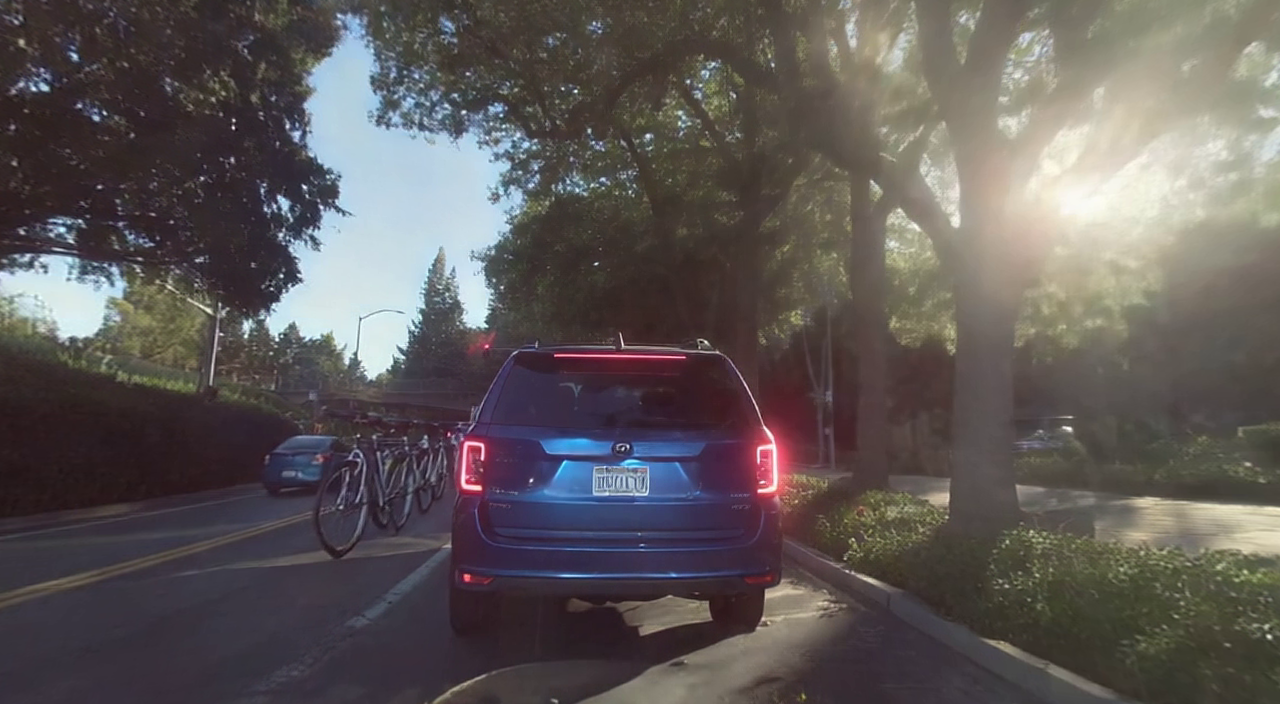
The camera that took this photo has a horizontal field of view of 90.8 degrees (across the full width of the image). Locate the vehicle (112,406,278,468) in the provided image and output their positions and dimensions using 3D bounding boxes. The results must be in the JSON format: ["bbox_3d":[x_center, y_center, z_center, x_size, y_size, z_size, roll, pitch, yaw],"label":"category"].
[{"bbox_3d":[-28.086,5.423,40.279,8.040,3.335,3.070,-2,-9,-8],"label":"vehicle"}]

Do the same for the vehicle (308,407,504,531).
[{"bbox_3d":[-4.176,2.194,12.467,2.337,1.858,5.409,1,-9,-7],"label":"vehicle"}]

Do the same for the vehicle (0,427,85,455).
[{"bbox_3d":[-36.368,5.383,38.082,3.926,1.536,1.731,0,-8,-8],"label":"vehicle"}]

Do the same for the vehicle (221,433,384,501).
[{"bbox_3d":[-8.517,2.929,16.499,2.024,1.511,4.550,1,-8,-4],"label":"vehicle"}]

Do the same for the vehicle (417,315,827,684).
[{"bbox_3d":[-0.237,1.158,6.001,2.333,2.087,4.586,0,-8,-4],"label":"vehicle"}]
